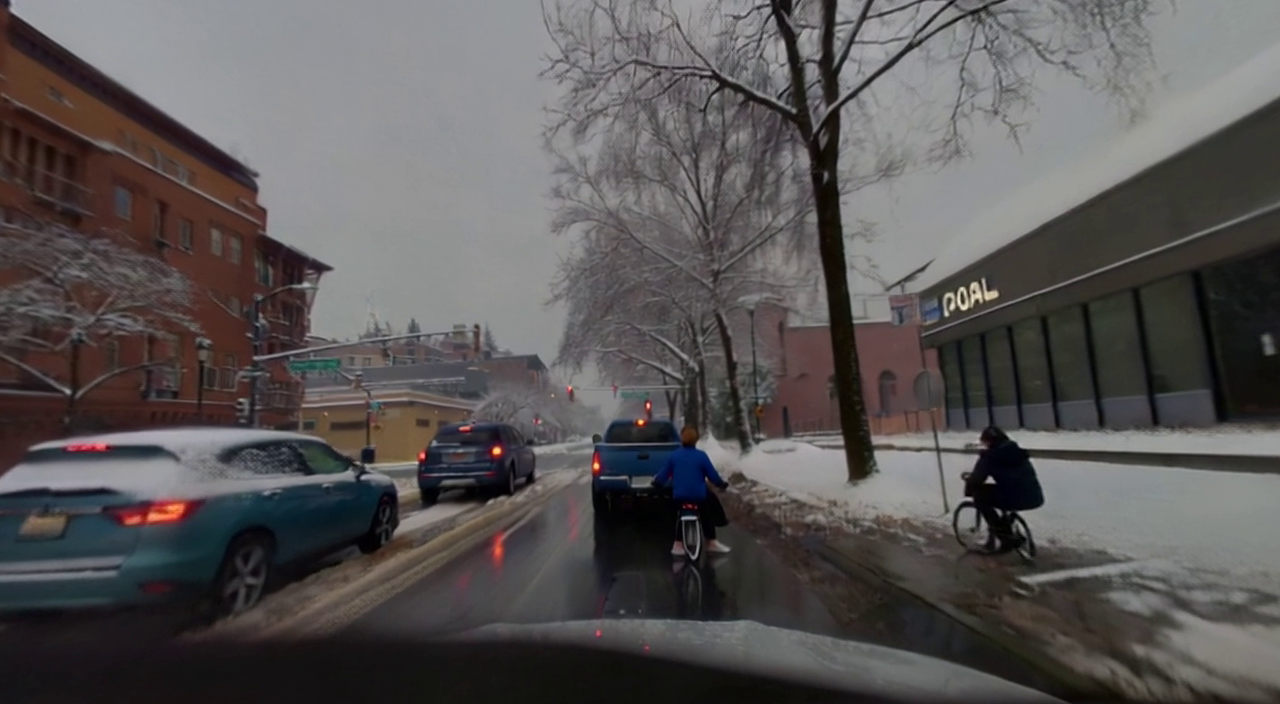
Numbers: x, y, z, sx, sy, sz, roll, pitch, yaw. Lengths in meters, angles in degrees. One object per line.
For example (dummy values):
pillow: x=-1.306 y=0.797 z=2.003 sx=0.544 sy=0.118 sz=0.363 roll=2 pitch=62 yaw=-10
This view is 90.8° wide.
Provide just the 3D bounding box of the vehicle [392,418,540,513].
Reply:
vehicle: x=-3.623 y=2.472 z=14.145 sx=2.046 sy=1.750 sz=4.452 roll=0 pitch=-9 yaw=0

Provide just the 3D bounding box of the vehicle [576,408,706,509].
vehicle: x=-0.019 y=2.372 z=14.378 sx=2.426 sy=1.882 sz=5.027 roll=0 pitch=-9 yaw=-1

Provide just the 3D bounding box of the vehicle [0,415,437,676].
vehicle: x=-3.599 y=1.435 z=5.782 sx=2.064 sy=1.486 sz=4.140 roll=0 pitch=-9 yaw=0
